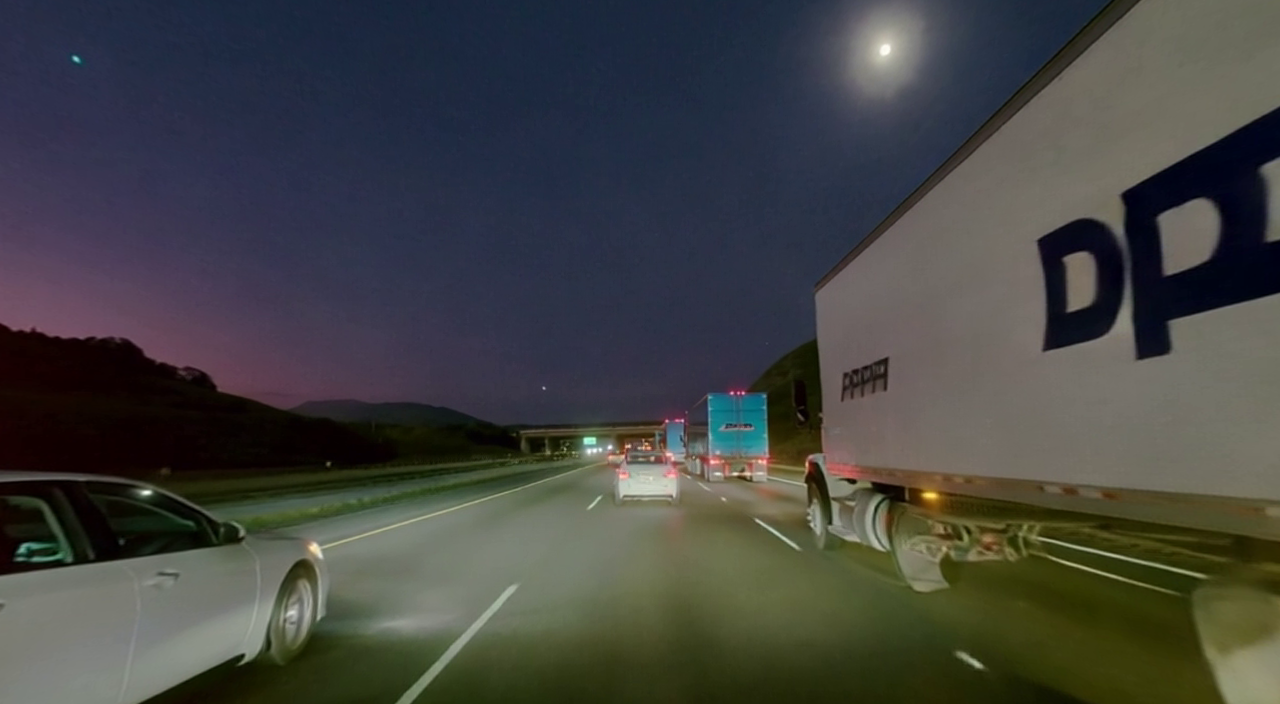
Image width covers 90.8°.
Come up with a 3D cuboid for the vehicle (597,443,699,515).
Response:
[{"bbox_3d":[0.160,2.863,14.638,2.029,1.437,3.794,0,-9,0],"label":"vehicle"}]

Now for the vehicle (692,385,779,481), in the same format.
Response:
[{"bbox_3d":[4.377,4.071,31.038,2.801,4.039,8.684,0,-9,-1],"label":"vehicle"}]

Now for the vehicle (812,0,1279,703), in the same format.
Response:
[{"bbox_3d":[4.110,0.078,4.146,2.884,3.930,10.206,0,-9,-1],"label":"vehicle"}]
